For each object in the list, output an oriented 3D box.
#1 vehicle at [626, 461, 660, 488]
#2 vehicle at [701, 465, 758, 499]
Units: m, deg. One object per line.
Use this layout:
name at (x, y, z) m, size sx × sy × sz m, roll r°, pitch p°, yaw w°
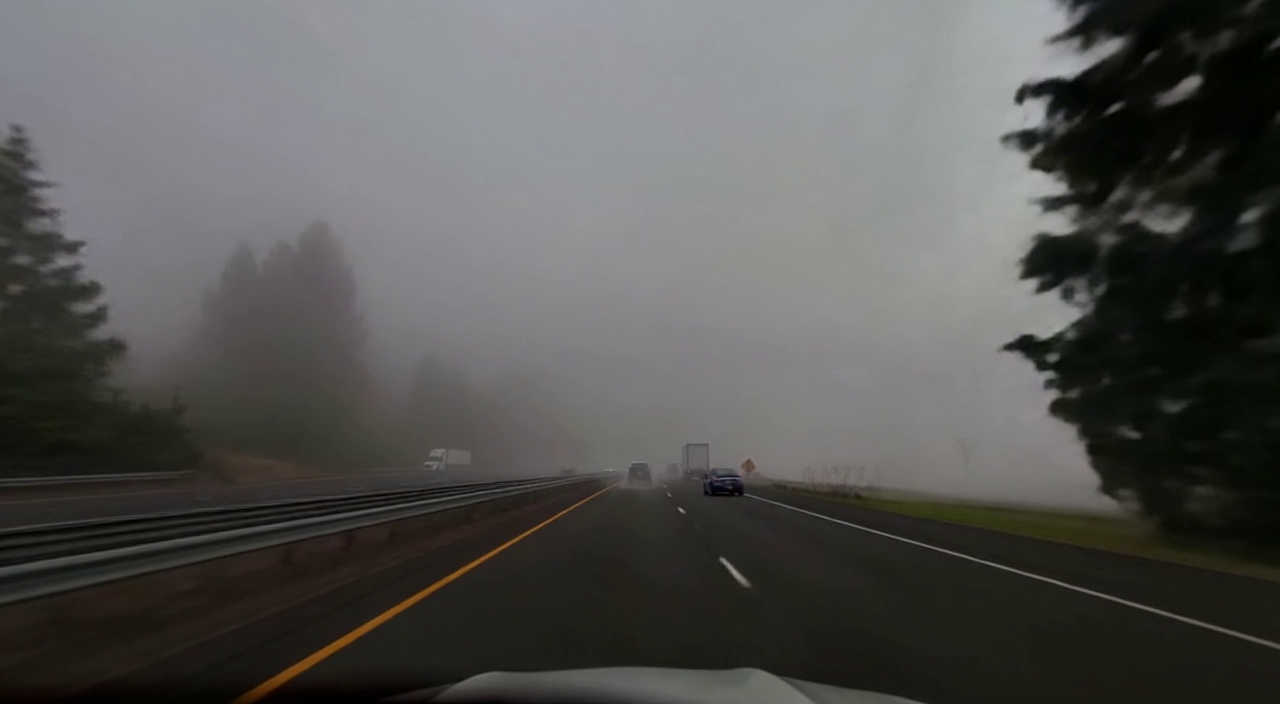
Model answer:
vehicle at (0.248, 8.549, 43.982) m, size 2.212 × 1.717 × 4.452 m, roll 0°, pitch -10°, yaw 1°
vehicle at (4.410, 6.500, 31.863) m, size 2.073 × 1.532 × 4.969 m, roll 1°, pitch -10°, yaw -1°
